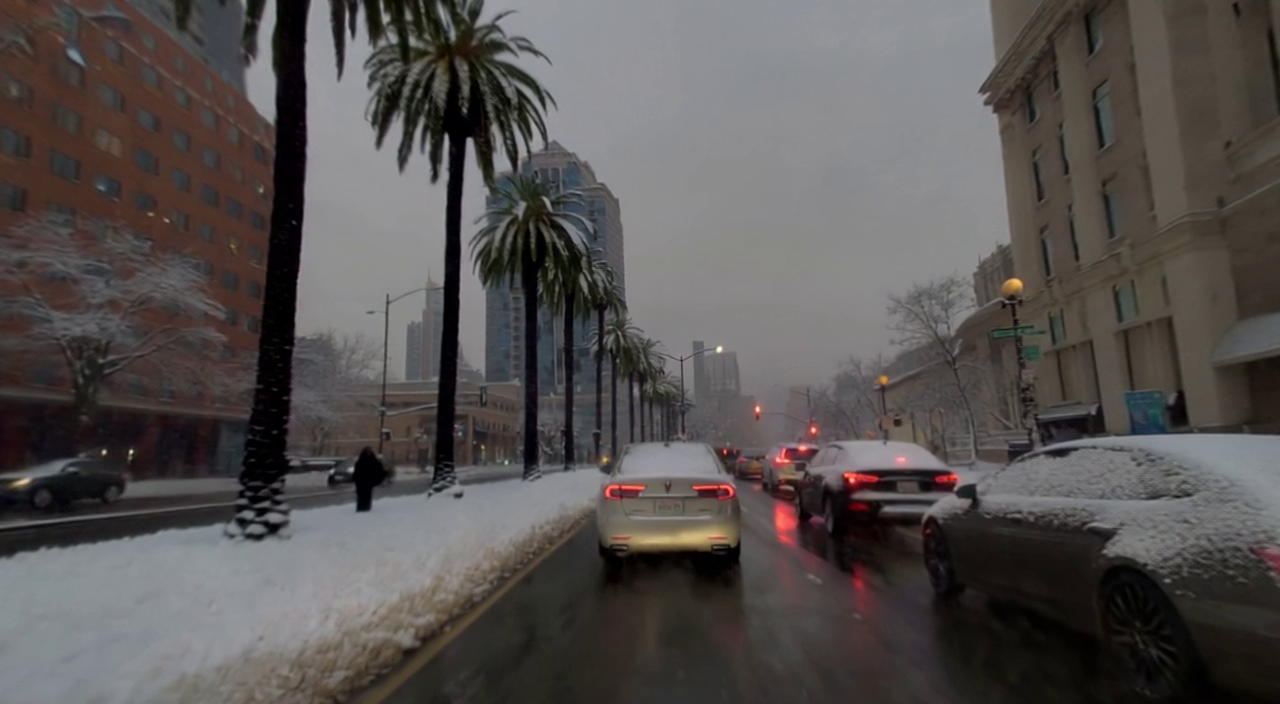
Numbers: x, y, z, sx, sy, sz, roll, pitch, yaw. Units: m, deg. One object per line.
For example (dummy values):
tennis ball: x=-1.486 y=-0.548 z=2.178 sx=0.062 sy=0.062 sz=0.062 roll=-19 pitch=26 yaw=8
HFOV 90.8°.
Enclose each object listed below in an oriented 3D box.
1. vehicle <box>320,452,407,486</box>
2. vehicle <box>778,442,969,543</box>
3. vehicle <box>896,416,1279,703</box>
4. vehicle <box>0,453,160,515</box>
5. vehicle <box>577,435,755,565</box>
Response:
vehicle: x=-14.634 y=6.187 z=33.754 sx=2.078 sy=1.662 sz=4.436 roll=-2 pitch=-9 yaw=9
vehicle: x=3.968 y=2.434 z=11.663 sx=1.920 sy=1.490 sz=4.417 roll=0 pitch=-9 yaw=1
vehicle: x=3.645 y=1.290 z=4.500 sx=1.913 sy=1.469 sz=4.425 roll=-1 pitch=-9 yaw=2
vehicle: x=-16.831 y=3.821 z=18.721 sx=1.801 sy=1.563 sz=4.015 roll=-1 pitch=-9 yaw=6
vehicle: x=0.367 y=2.020 z=9.314 sx=2.078 sy=1.503 sz=3.681 roll=-1 pitch=-9 yaw=2
